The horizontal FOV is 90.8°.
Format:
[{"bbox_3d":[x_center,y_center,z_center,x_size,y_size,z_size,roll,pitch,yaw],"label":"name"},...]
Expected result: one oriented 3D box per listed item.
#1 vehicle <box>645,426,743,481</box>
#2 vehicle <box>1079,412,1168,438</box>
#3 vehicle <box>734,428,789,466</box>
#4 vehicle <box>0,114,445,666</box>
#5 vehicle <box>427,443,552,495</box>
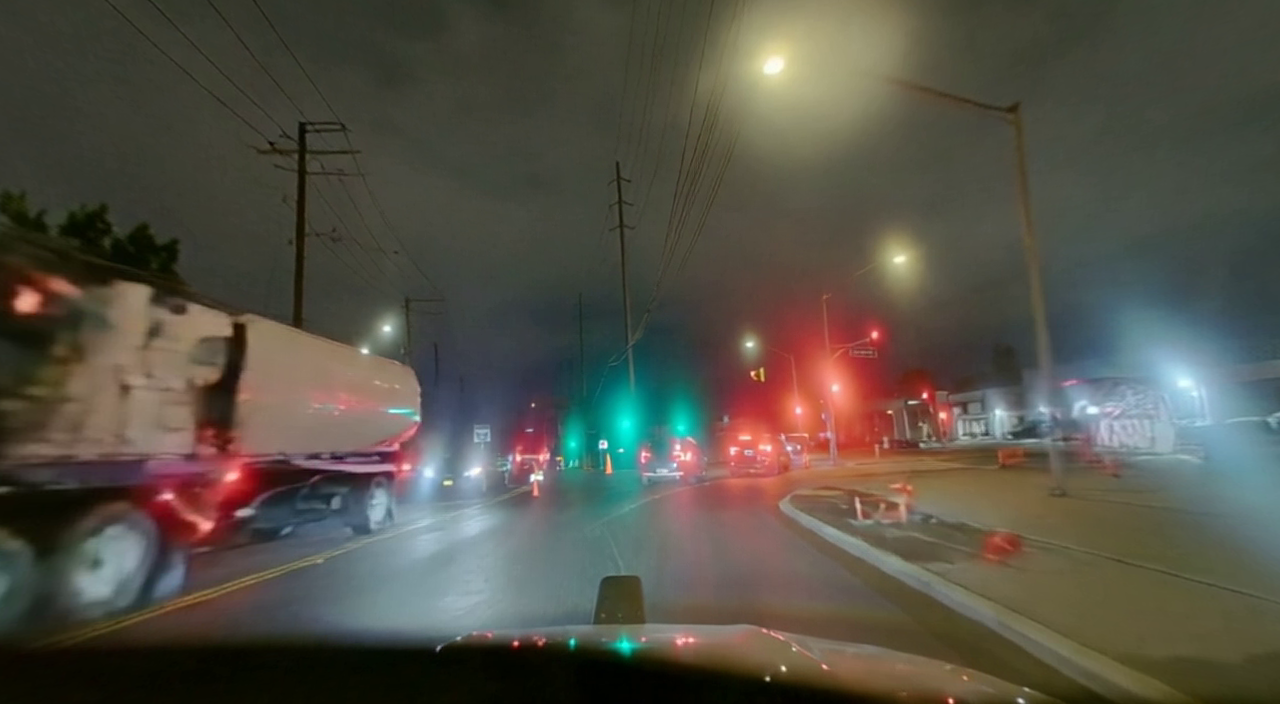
[{"bbox_3d":[2.228,3.865,24.419,2.256,1.859,5.118,-4,-9,23],"label":"vehicle"},{"bbox_3d":[34.847,5.312,45.662,1.922,1.704,4.550,4,-10,-34],"label":"vehicle"},{"bbox_3d":[6.838,5.285,35.102,2.206,1.911,5.548,-3,-9,18],"label":"vehicle"},{"bbox_3d":[-5.825,0.747,7.721,3.007,3.800,11.011,-1,-8,2],"label":"vehicle"},{"bbox_3d":[-4.873,3.856,21.335,2.103,1.526,4.743,-3,-9,15],"label":"vehicle"}]
